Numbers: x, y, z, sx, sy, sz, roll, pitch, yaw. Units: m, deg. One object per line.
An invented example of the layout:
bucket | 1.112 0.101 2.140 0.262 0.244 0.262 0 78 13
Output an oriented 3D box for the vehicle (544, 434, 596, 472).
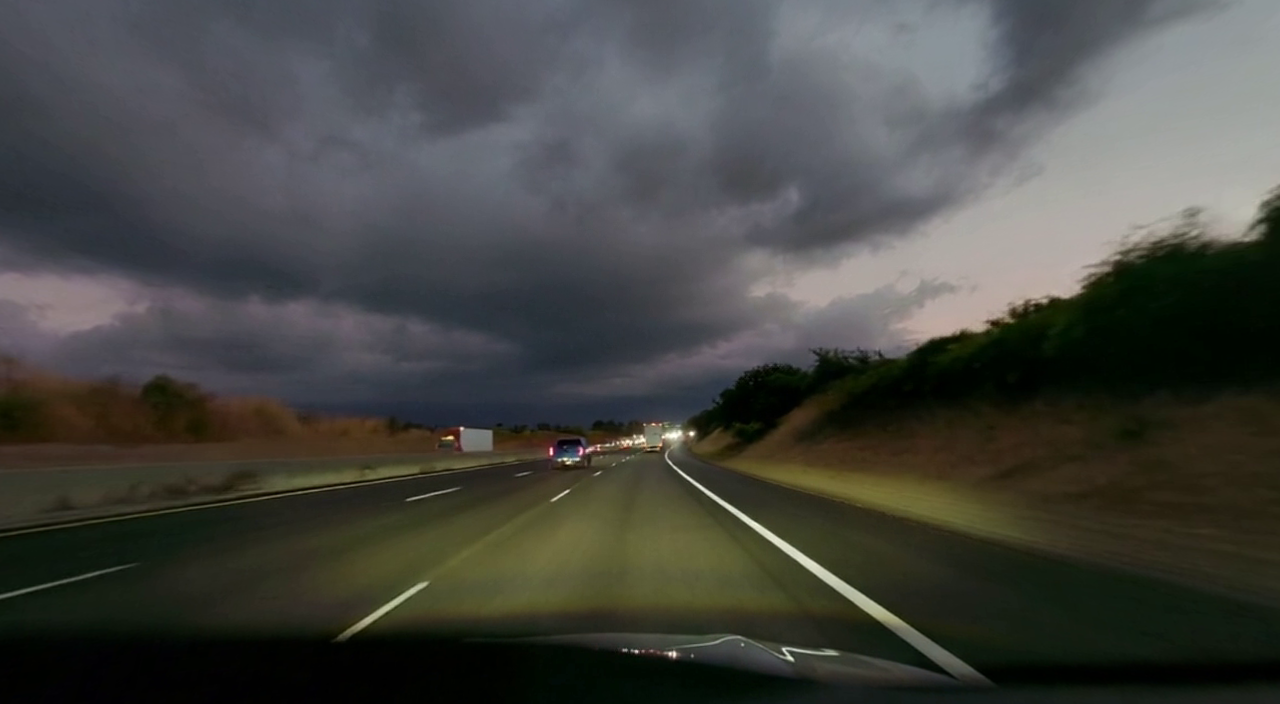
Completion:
vehicle | -3.781 5.568 34.935 2.216 1.949 5.237 0 -9 1
